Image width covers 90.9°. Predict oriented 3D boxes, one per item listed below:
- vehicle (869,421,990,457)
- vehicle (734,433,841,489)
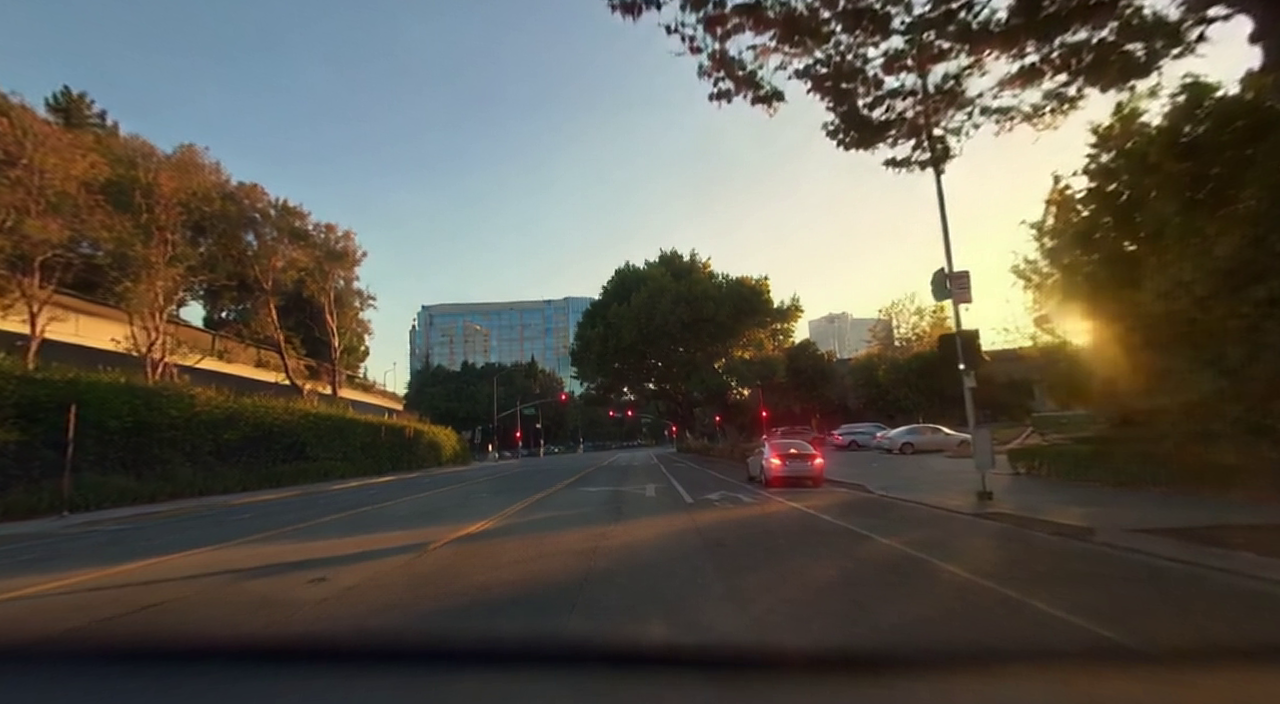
[{"bbox_3d":[12.265,3.717,26.944,4.227,1.451,1.874,0,-8,1],"label":"vehicle"},{"bbox_3d":[4.230,3.223,18.968,2.006,1.448,4.671,0,-8,-1],"label":"vehicle"}]
